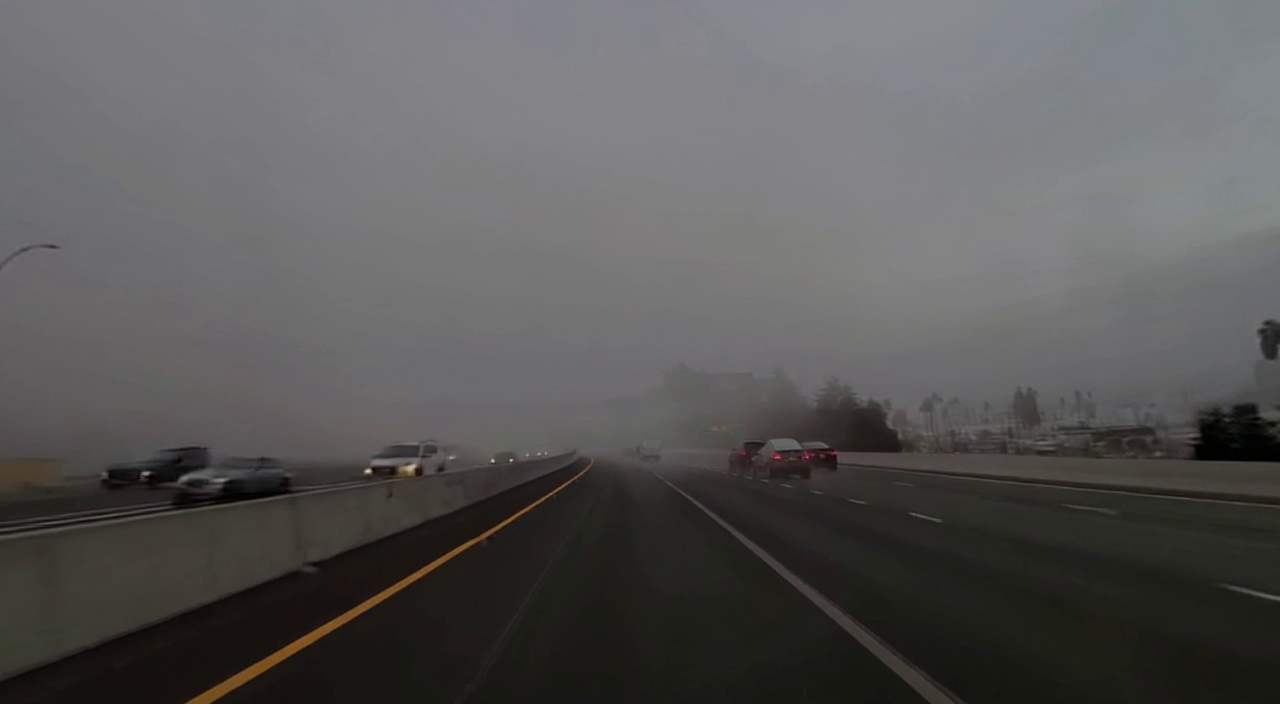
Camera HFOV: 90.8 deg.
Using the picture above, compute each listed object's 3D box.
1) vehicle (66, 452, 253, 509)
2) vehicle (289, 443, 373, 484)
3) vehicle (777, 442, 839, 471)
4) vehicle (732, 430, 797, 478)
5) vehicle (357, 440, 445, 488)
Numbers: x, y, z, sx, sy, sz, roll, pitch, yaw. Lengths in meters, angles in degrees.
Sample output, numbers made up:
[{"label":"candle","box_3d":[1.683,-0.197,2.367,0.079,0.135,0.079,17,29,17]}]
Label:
[{"label":"vehicle","box_3d":[-13.598,3.619,18.337,1.975,1.377,4.491,0,-9,-1]},{"label":"vehicle","box_3d":[-14.868,5.370,30.759,1.703,1.767,4.921,0,-9,-1]},{"label":"vehicle","box_3d":[9.423,5.888,35.895,1.981,1.508,4.768,0,-9,-3]},{"label":"vehicle","box_3d":[6.021,4.999,31.240,2.043,2.154,4.731,0,-9,-3]},{"label":"vehicle","box_3d":[-10.031,4.735,26.936,2.122,1.824,4.603,1,-9,-3]}]
